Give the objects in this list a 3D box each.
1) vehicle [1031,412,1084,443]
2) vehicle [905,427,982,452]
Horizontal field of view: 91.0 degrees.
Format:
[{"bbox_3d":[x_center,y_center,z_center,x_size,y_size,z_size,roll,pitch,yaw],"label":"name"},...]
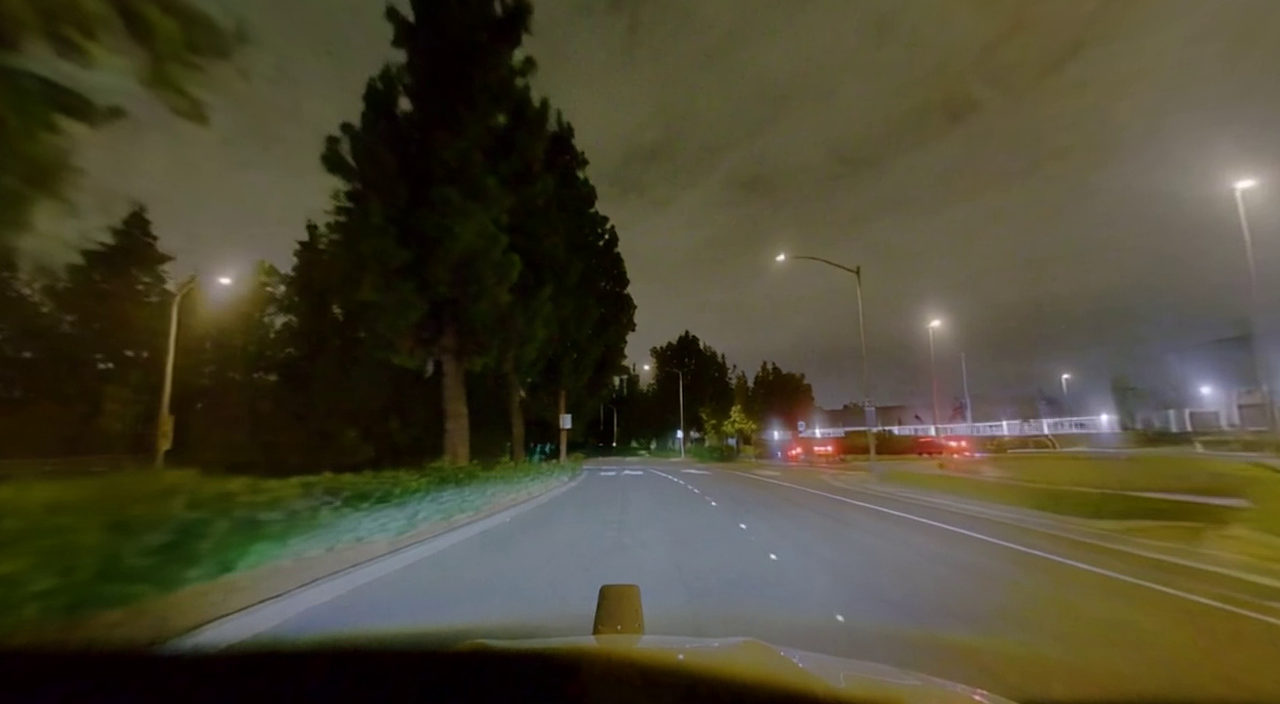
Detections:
[{"bbox_3d":[29.494,5.357,44.412,2.111,2.008,4.557,-8,-12,44],"label":"vehicle"},{"bbox_3d":[21.006,6.099,43.588,4.499,1.627,2.003,-5,-10,33],"label":"vehicle"}]
